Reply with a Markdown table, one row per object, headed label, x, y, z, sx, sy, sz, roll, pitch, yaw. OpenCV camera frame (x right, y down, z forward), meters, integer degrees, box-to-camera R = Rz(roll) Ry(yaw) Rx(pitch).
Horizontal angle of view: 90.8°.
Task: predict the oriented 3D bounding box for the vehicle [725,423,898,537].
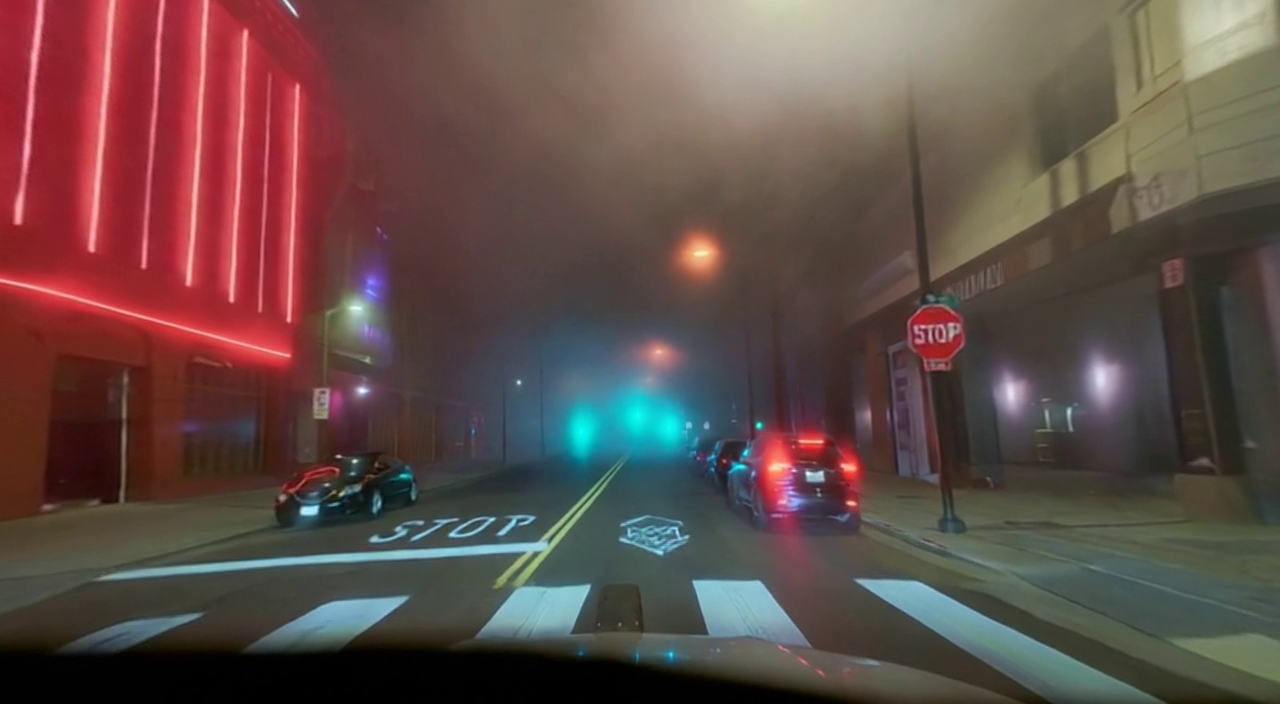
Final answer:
| label | x | y | z | sx | sy | sz | roll | pitch | yaw |
| --- | --- | --- | --- | --- | --- | --- | --- | --- | --- |
| vehicle | 2.853 | 2.232 | 11.682 | 1.917 | 1.680 | 4.500 | 0 | -8 | 0 |

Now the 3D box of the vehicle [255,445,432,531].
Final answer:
| label | x | y | z | sx | sy | sz | roll | pitch | yaw |
| --- | --- | --- | --- | --- | --- | --- | --- | --- | --- |
| vehicle | -5.765 | 2.636 | 12.877 | 1.864 | 1.447 | 3.887 | 0 | -8 | -3 |
